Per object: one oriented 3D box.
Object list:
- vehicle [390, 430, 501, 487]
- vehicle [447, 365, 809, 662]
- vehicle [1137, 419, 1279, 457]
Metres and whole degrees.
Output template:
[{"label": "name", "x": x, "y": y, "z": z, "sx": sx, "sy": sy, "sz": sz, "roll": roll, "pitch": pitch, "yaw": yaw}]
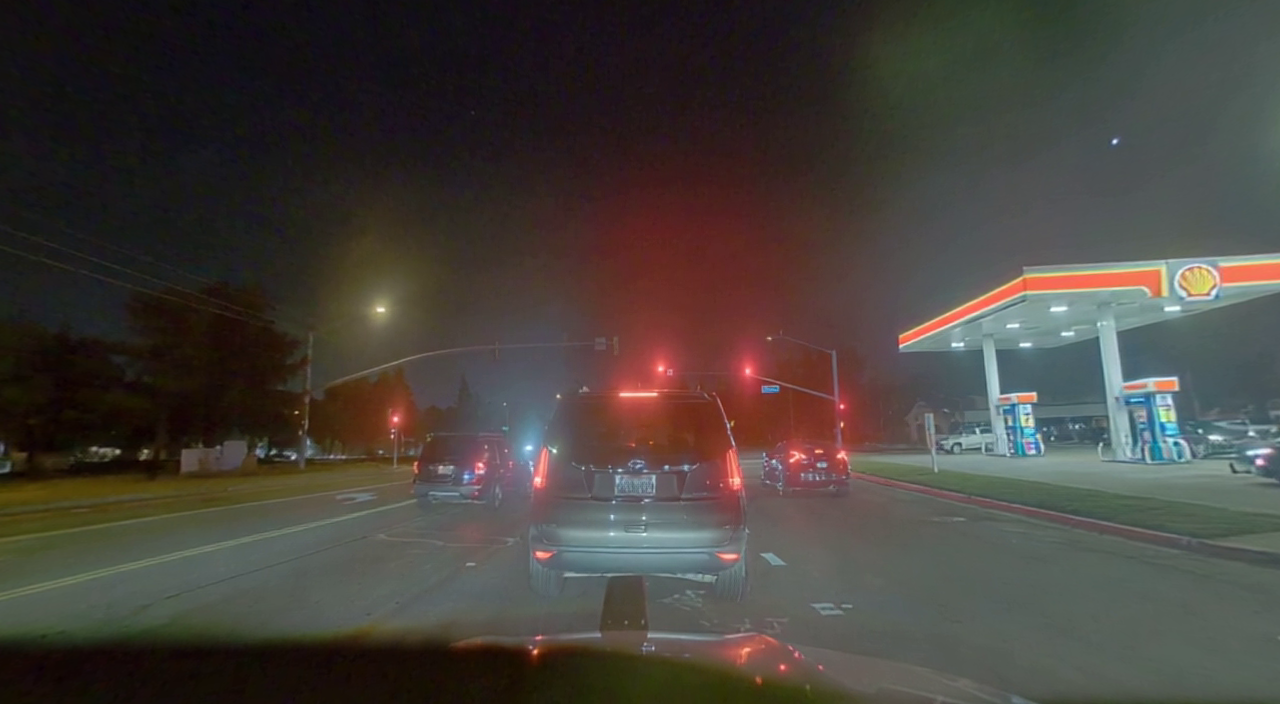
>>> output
[{"label": "vehicle", "x": -6.644, "y": 3.709, "z": 22.164, "sx": 2.065, "sy": 1.753, "sz": 4.525, "roll": -1, "pitch": -9, "yaw": 6}, {"label": "vehicle", "x": 0.011, "y": 1.317, "z": 6.141, "sx": 2.236, "sy": 1.819, "sz": 4.291, "roll": -1, "pitch": -9, "yaw": 3}, {"label": "vehicle", "x": 25.945, "y": 3.962, "z": 28.780, "sx": 4.551, "sy": 1.616, "sz": 1.973, "roll": -2, "pitch": -9, "yaw": 11}]
